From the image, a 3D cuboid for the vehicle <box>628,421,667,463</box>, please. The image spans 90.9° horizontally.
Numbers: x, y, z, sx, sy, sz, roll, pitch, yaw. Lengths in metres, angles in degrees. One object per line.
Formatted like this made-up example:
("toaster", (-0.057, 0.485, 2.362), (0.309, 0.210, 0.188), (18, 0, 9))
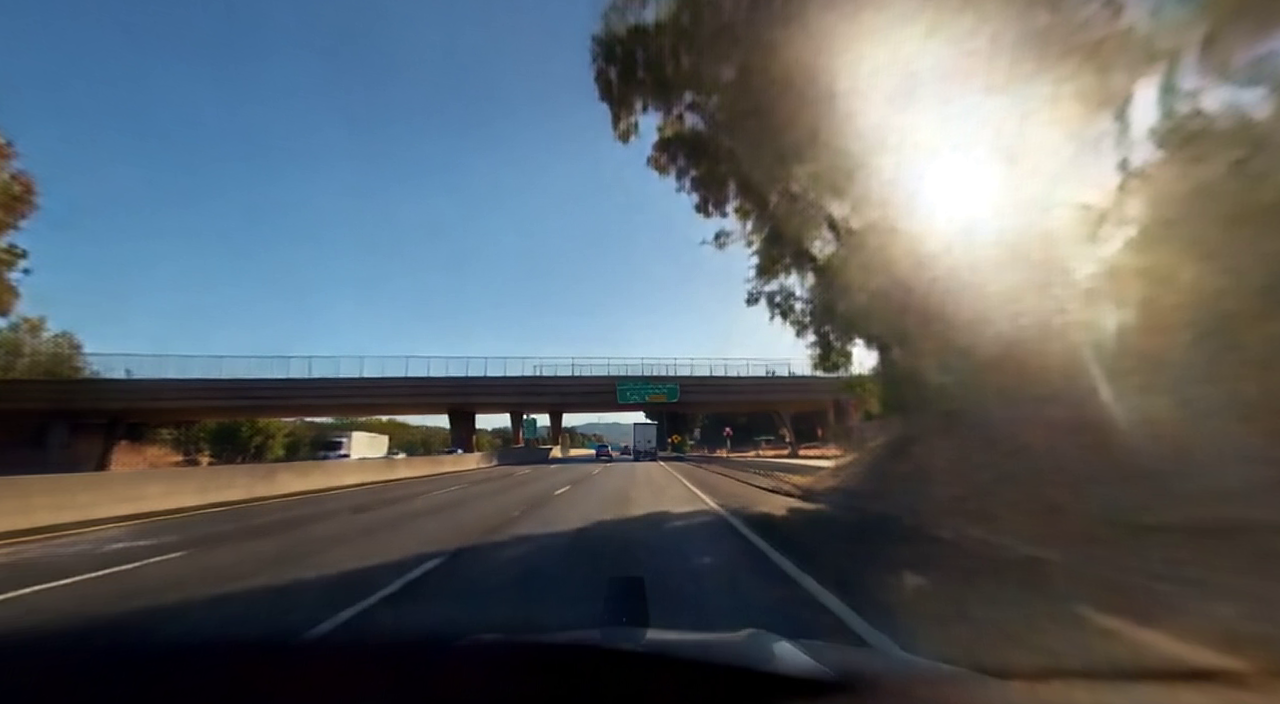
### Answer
("vehicle", (0.475, 7.165, 49.901), (2.790, 3.075, 7.414), (0, -9, -2))
